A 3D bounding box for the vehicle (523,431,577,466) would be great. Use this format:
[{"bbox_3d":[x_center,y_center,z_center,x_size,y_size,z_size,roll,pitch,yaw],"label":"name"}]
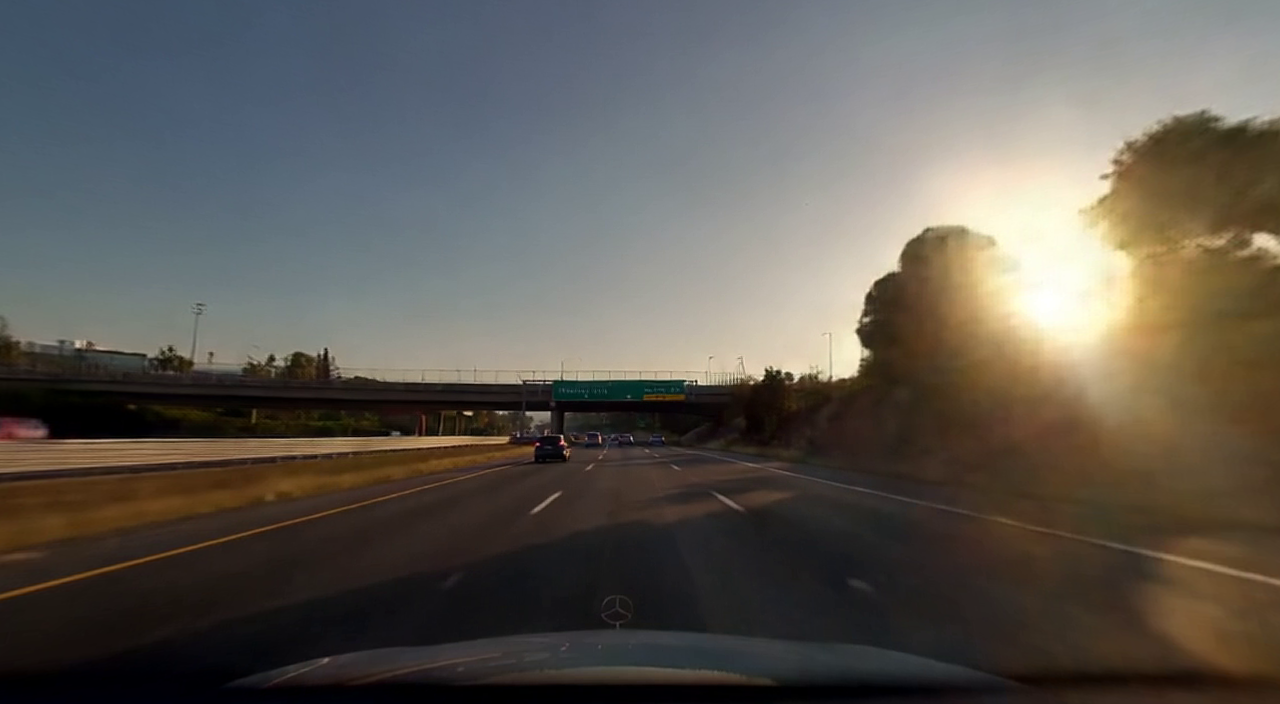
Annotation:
[{"bbox_3d":[-4.322,4.688,30.892,2.062,1.591,4.156,0,-8,-1],"label":"vehicle"}]
